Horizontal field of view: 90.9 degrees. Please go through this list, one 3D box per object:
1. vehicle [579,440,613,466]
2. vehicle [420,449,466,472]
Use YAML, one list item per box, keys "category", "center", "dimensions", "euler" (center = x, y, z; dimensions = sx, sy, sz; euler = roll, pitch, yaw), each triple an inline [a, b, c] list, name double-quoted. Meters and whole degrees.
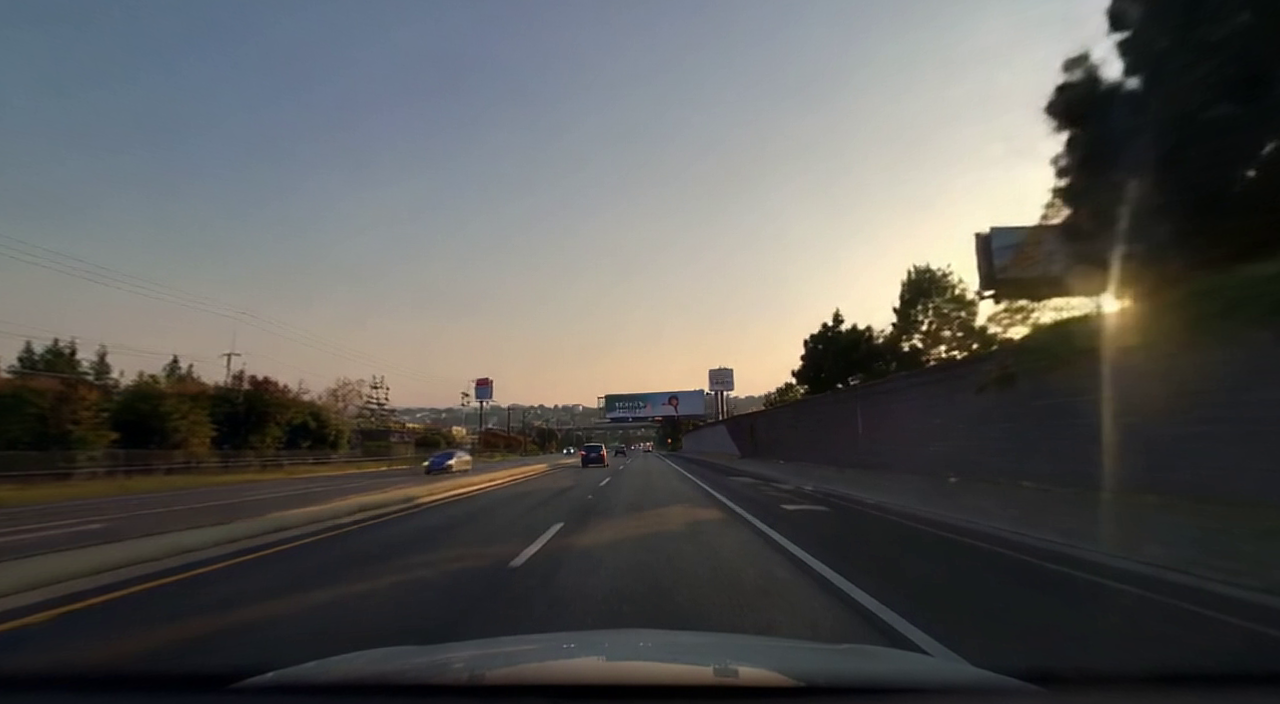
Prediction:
- category: "vehicle"
  center: [-3.227, 7.573, 47.347]
  dimensions: [2.159, 1.793, 5.027]
  euler: [-1, -8, 1]
- category: "vehicle"
  center: [-13.082, 7.182, 42.050]
  dimensions: [1.799, 1.442, 3.664]
  euler: [0, -8, 1]
